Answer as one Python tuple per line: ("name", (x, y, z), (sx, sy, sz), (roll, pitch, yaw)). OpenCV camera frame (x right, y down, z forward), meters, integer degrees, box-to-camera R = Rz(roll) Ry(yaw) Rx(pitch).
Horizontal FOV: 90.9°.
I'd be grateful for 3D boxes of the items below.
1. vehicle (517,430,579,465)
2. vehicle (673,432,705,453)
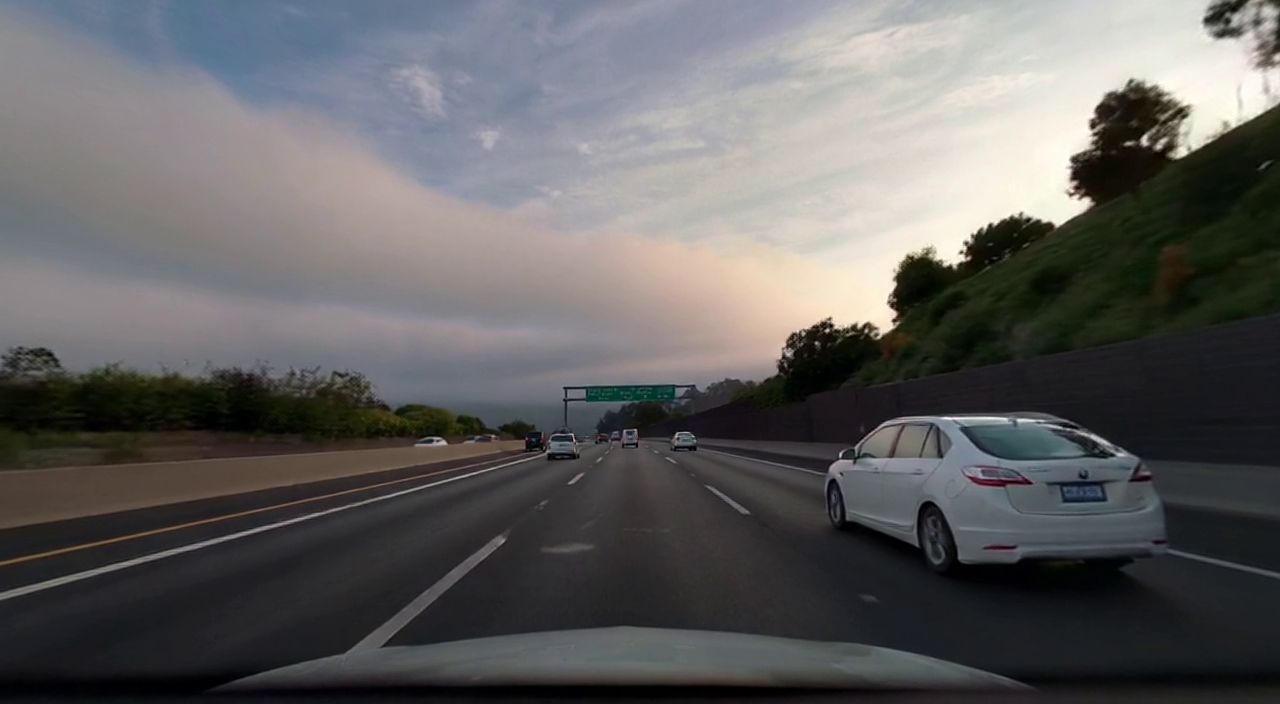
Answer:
("vehicle", (-4.122, 4.353, 28.924), (2.204, 1.486, 4.121), (0, -8, 0))
("vehicle", (3.486, 6.480, 45.240), (1.806, 1.469, 3.681), (0, -8, -2))
